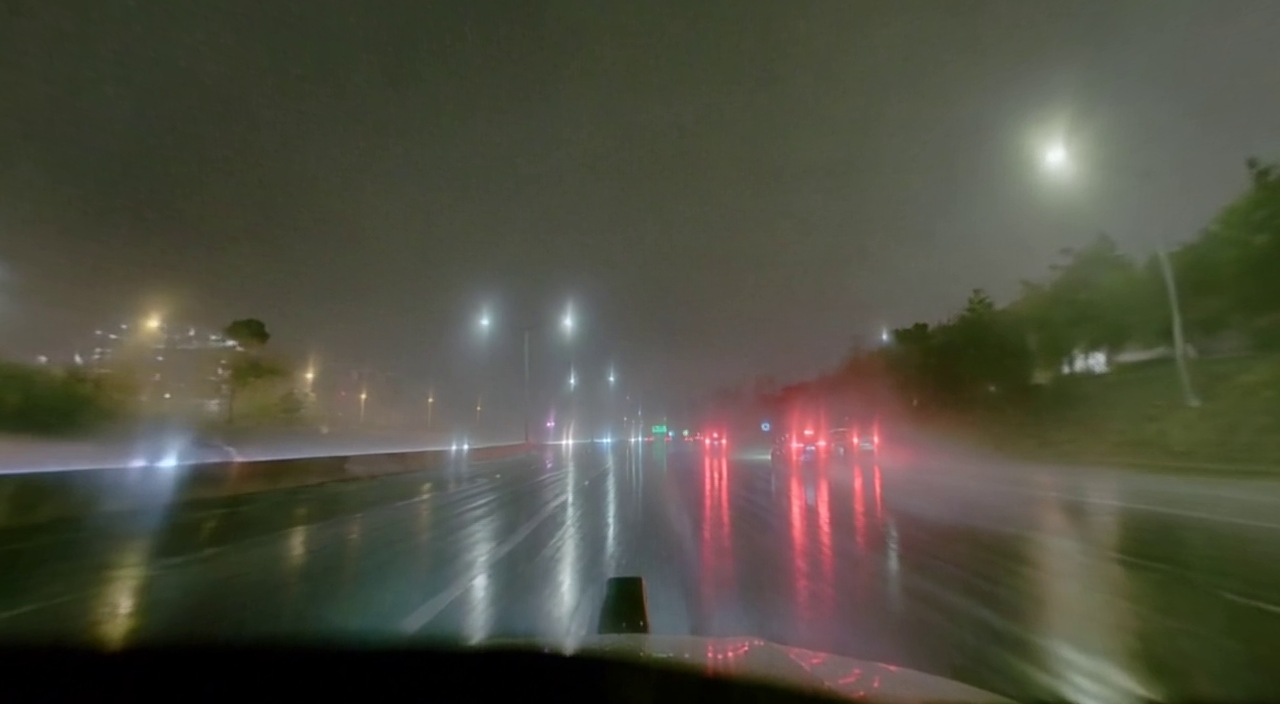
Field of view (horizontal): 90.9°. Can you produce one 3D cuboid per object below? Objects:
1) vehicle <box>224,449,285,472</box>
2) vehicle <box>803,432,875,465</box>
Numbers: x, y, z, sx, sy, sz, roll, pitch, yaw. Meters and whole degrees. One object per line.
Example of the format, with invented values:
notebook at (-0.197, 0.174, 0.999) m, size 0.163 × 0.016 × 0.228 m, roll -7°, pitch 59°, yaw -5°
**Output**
vehicle at (-27.344, 7.669, 44.901) m, size 1.860 × 1.504 × 3.903 m, roll 0°, pitch -8°, yaw 0°
vehicle at (9.859, 4.831, 31.638) m, size 2.000 × 1.514 × 4.585 m, roll 0°, pitch -8°, yaw -1°
